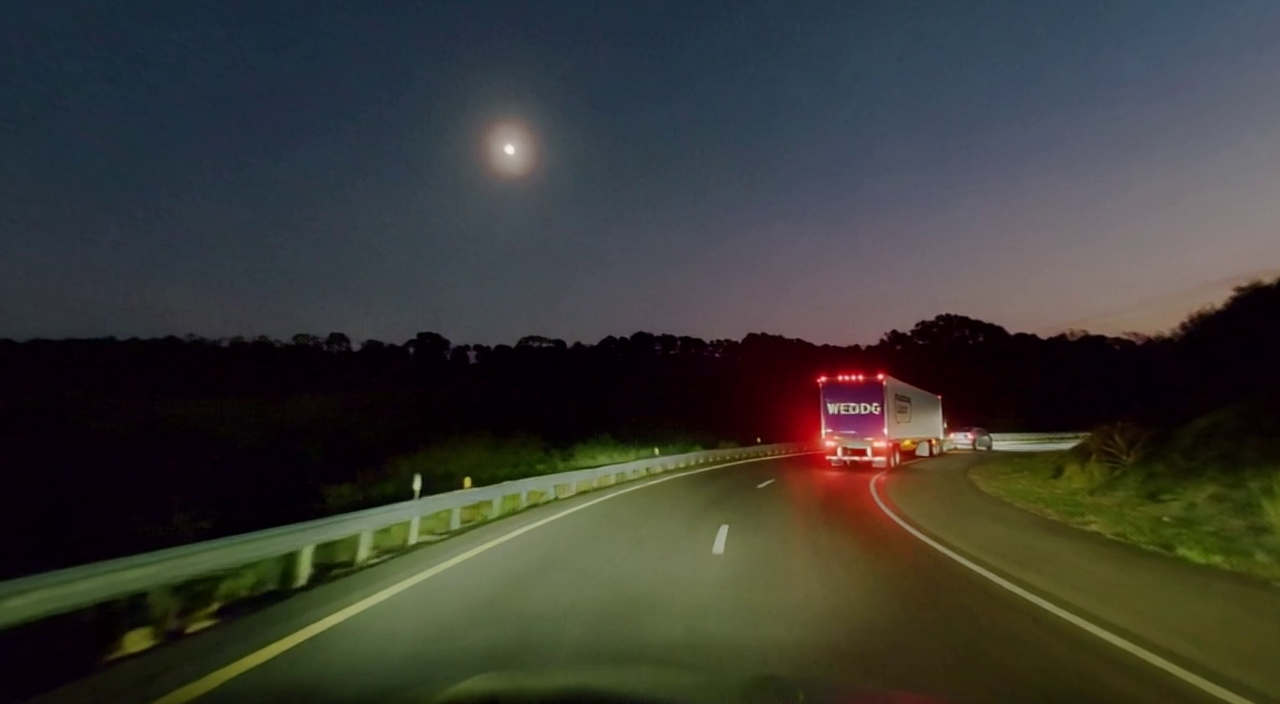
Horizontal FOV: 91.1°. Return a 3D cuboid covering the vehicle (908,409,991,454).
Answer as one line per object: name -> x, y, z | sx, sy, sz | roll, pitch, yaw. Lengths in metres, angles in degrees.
vehicle -> 19.157, 4.934, 38.752 | 6.650, 2.524, 2.120 | 7, -10, -42

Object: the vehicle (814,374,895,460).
vehicle -> 10.189, 3.143, 29.814 | 2.963, 3.771, 3.137 | -4, -9, 29
